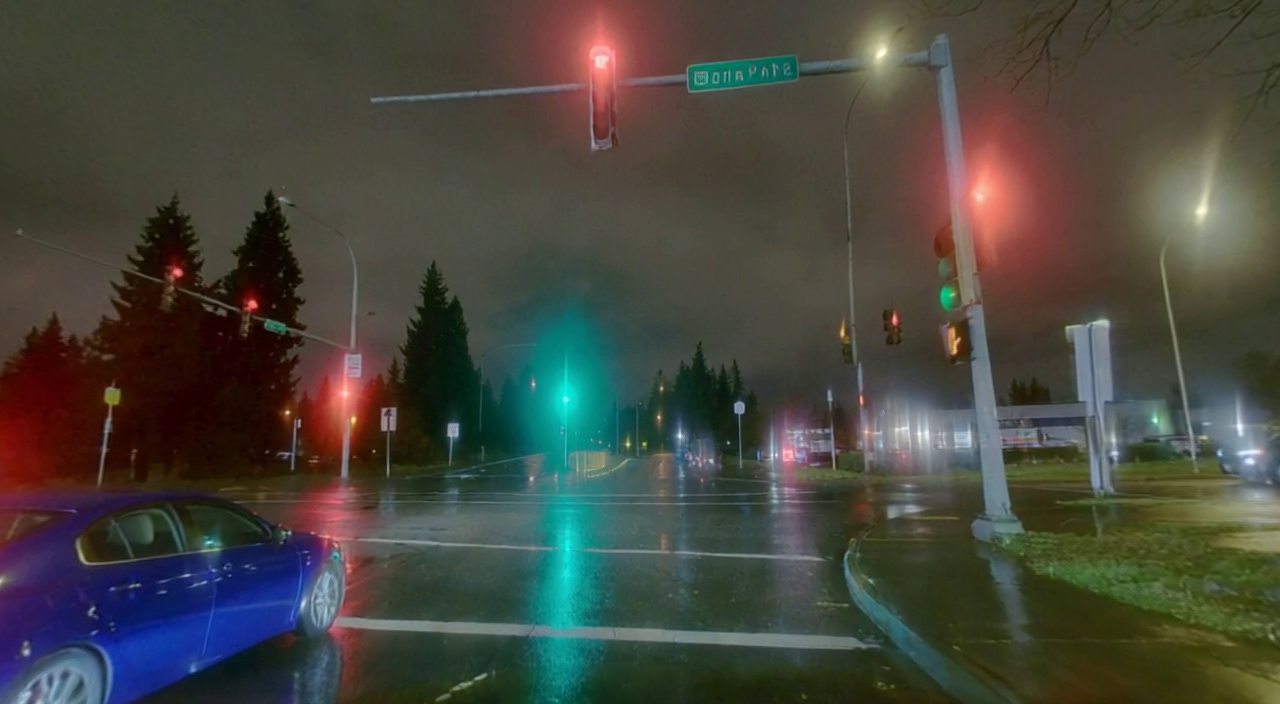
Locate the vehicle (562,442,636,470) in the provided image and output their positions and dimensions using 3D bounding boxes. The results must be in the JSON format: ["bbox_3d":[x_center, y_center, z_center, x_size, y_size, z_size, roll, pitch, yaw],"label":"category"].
[{"bbox_3d":[-2.441,6.151,37.560,3.991,1.526,1.868,-4,-9,30],"label":"vehicle"}]

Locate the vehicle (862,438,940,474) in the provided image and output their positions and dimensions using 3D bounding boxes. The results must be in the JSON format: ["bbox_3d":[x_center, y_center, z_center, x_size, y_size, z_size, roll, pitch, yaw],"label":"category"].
[{"bbox_3d":[12.403,5.039,30.272,1.922,1.529,3.964,1,-12,-2],"label":"vehicle"}]

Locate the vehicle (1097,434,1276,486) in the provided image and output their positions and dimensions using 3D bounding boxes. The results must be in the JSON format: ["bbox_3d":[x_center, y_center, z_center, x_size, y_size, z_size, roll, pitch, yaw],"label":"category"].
[{"bbox_3d":[16.797,3.316,19.504,3.876,1.512,1.784,0,-8,-2],"label":"vehicle"}]

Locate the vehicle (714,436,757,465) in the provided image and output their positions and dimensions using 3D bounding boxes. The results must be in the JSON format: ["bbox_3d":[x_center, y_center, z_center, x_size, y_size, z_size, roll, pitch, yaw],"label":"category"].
[{"bbox_3d":[6.930,7.168,46.146,1.491,2.041,2.964,6,-9,-34],"label":"vehicle"}]
